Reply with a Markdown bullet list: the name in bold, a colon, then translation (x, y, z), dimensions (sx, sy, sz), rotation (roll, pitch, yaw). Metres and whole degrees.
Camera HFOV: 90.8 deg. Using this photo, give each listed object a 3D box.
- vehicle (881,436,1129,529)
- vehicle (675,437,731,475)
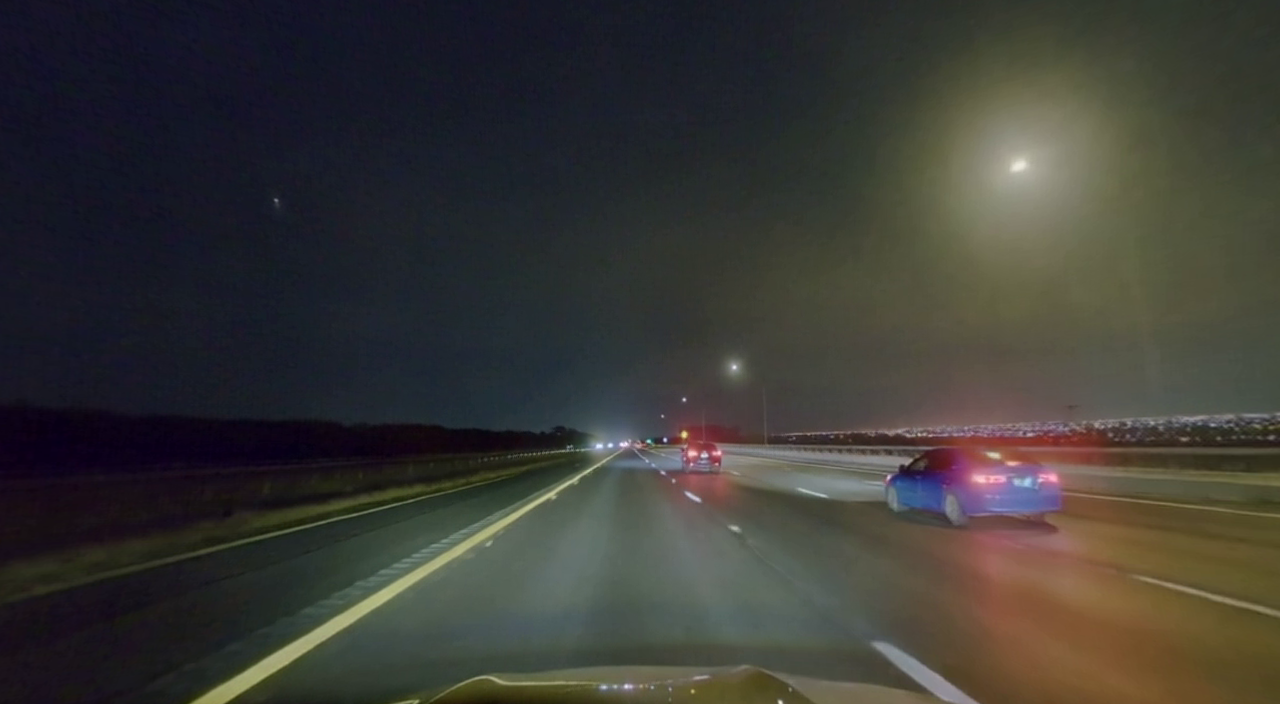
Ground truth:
- **vehicle**: translation (6.980, 2.513, 12.931), dimensions (2.046, 1.509, 4.929), rotation (0, -8, -2)
- **vehicle**: translation (3.104, 5.271, 32.218), dimensions (2.141, 1.785, 4.778), rotation (0, -8, -2)
